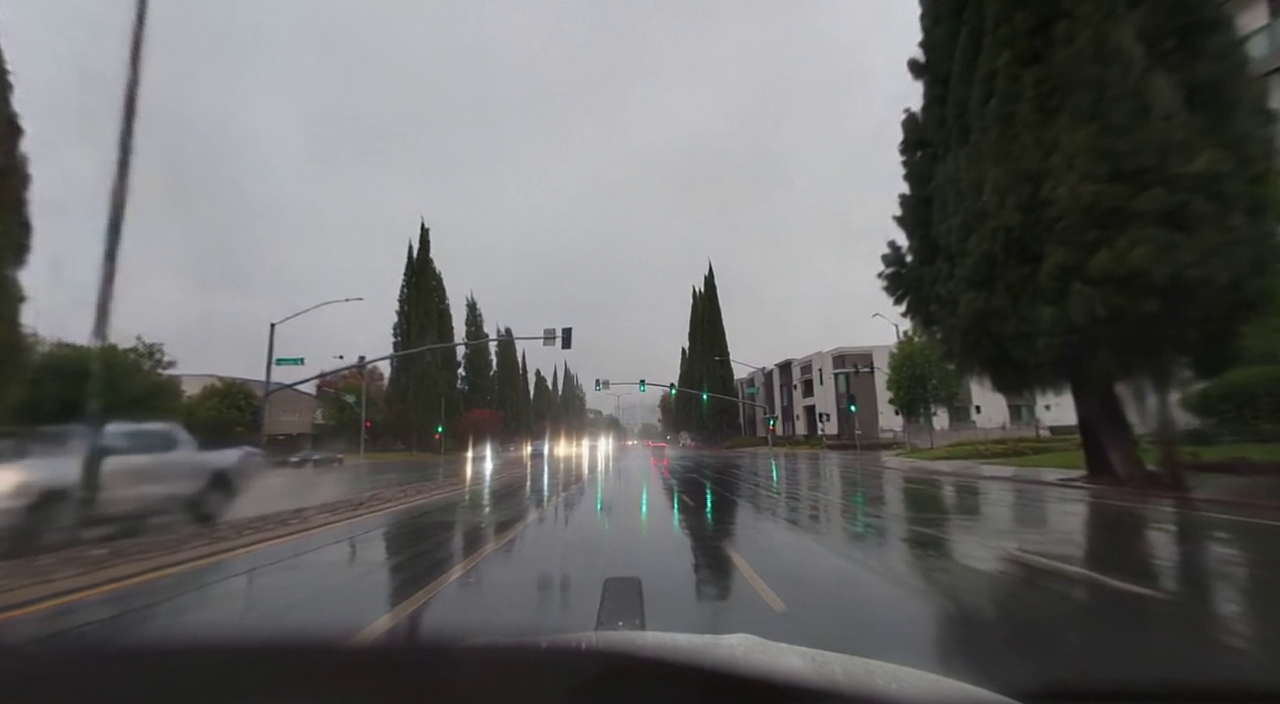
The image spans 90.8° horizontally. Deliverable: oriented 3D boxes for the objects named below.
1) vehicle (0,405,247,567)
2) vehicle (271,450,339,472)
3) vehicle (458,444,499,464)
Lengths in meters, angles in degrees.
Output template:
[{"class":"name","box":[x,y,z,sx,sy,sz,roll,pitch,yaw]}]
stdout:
[{"class":"vehicle","box":[-8.449,1.862,9.467,2.131,1.836,4.670,0,-8,-1]},{"class":"vehicle","box":[-26.240,8.515,49.485,4.464,1.599,2.014,-2,-9,15]},{"class":"vehicle","box":[-12.133,7.674,47.744,1.952,1.478,4.521,0,-8,0]}]
